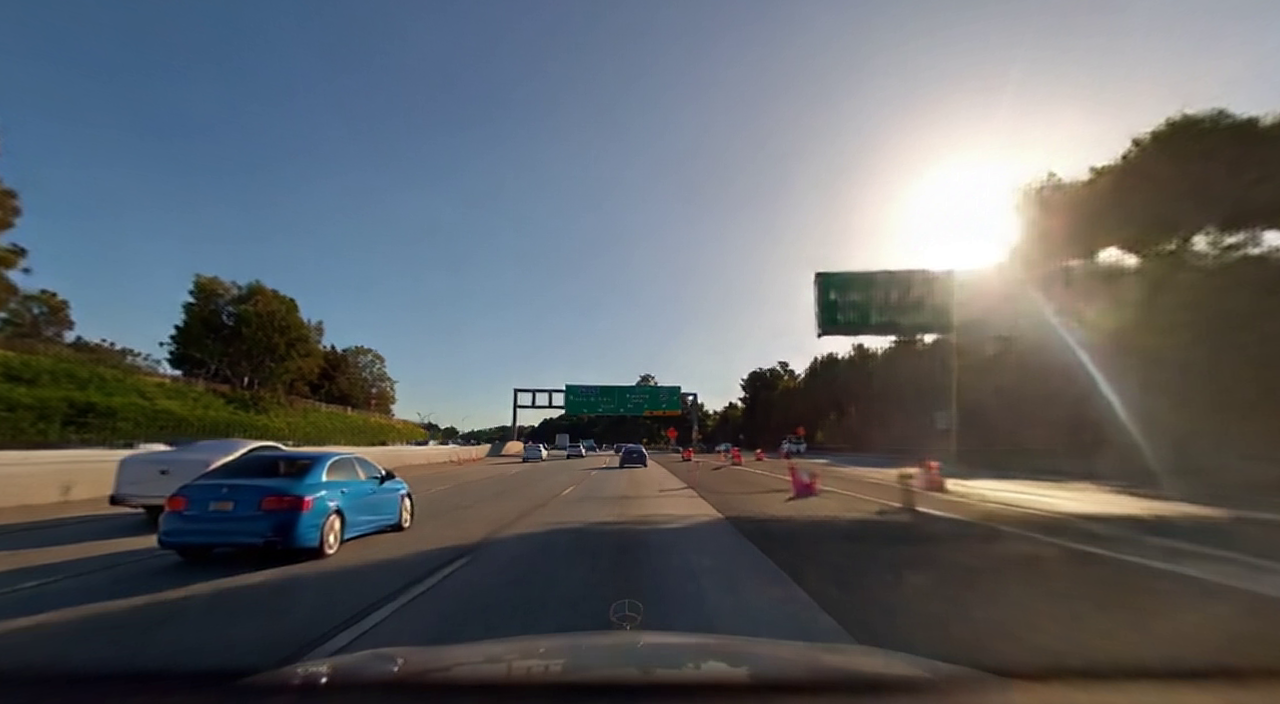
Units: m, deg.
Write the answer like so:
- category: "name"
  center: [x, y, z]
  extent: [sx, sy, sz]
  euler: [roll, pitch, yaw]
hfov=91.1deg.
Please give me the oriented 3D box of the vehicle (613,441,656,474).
- category: "vehicle"
  center: [-0.280, 5.155, 30.947]
  extent: [1.963, 1.462, 4.681]
  euler: [0, -8, -1]

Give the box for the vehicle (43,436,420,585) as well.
- category: "vehicle"
  center: [-4.723, 1.855, 8.295]
  extent: [2.001, 1.415, 4.360]
  euler: [0, -8, 1]
